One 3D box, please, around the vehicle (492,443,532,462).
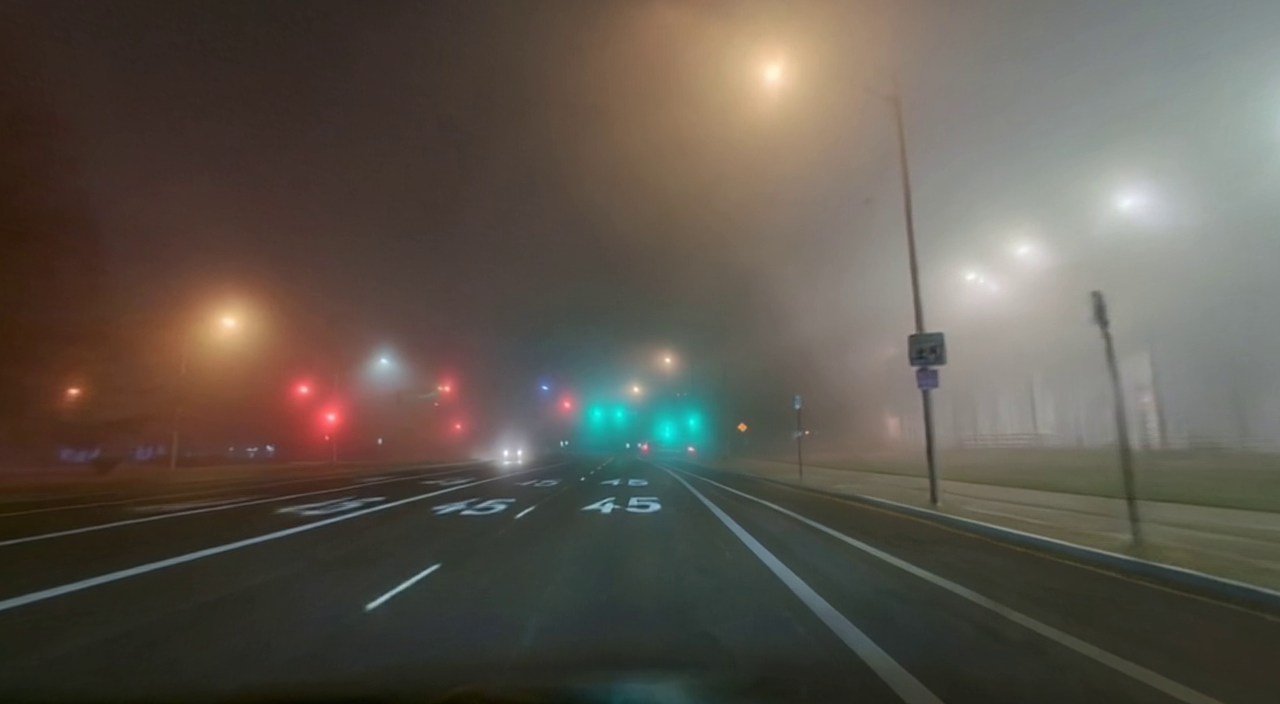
[{"bbox_3d":[-9.777,7.730,48.671,2.089,1.390,4.555,0,-8,1],"label":"vehicle"}]
